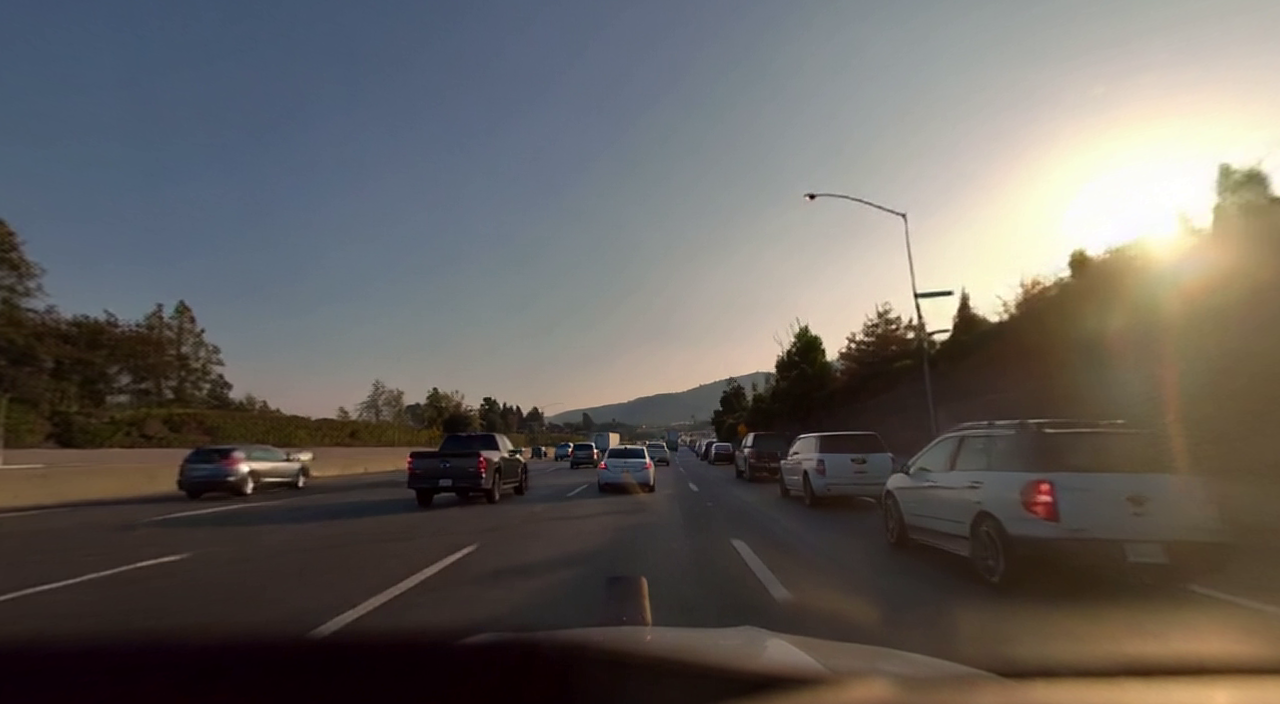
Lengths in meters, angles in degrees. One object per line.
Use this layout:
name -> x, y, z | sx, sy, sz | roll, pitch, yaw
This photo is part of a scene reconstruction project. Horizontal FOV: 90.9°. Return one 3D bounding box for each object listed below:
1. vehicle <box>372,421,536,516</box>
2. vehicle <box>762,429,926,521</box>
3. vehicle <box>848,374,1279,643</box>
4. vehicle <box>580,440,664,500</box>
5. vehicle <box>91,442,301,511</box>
vehicle -> -4.051, 2.669, 15.026 | 2.110, 1.811, 5.585 | 0, -8, 1
vehicle -> 3.955, 2.458, 13.157 | 1.984, 1.567, 4.475 | 0, -8, 1
vehicle -> 3.958, 1.378, 6.586 | 2.003, 1.778, 4.658 | 0, -8, 1
vehicle -> -0.420, 3.212, 17.589 | 2.070, 1.456, 4.029 | 0, -8, 1
vehicle -> -11.108, 3.100, 16.318 | 1.907, 1.508, 4.608 | 0, -8, 3
